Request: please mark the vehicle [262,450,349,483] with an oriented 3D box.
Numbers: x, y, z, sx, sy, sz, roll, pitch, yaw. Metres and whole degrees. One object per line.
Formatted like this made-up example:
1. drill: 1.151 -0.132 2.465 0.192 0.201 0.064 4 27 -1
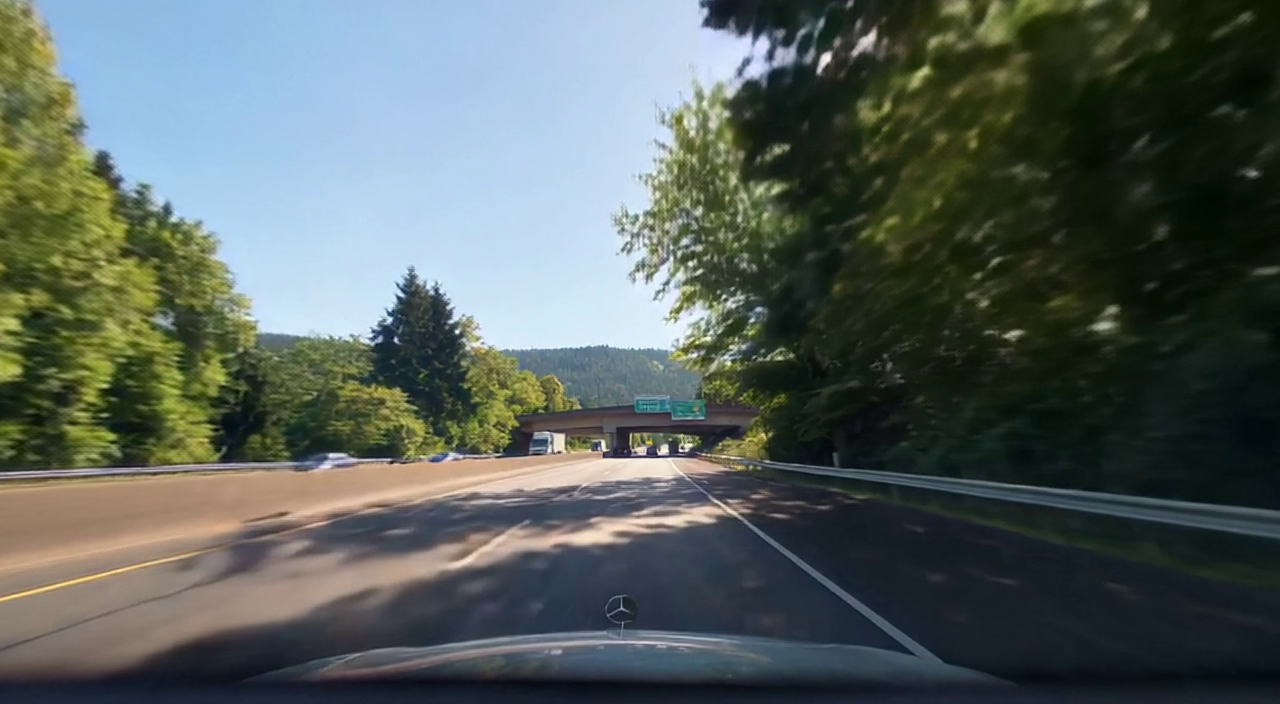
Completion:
1. vehicle: -16.544 5.658 31.483 1.797 1.497 4.652 0 -9 0
